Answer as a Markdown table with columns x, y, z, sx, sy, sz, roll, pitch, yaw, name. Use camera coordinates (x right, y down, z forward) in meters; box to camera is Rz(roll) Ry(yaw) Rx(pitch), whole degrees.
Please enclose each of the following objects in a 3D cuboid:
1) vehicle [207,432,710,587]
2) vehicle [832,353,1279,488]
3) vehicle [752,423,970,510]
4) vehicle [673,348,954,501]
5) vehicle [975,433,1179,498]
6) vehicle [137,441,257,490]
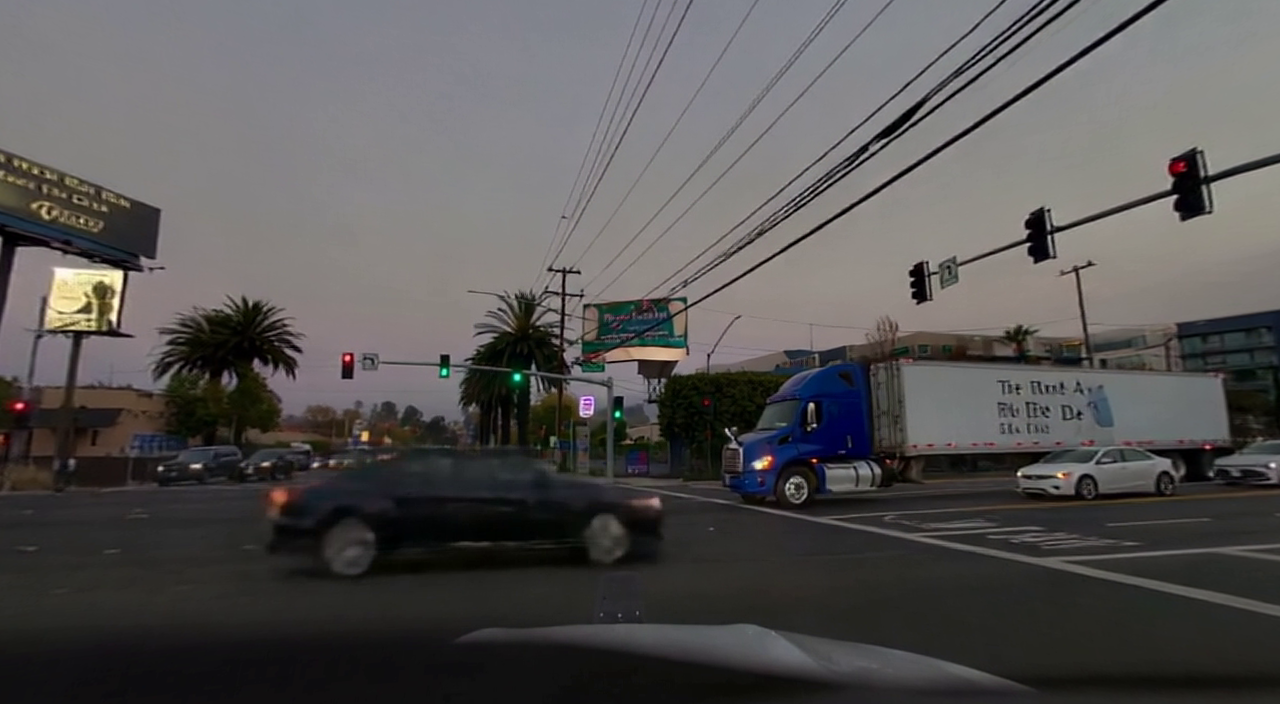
| x | y | z | sx | sy | sz | roll | pitch | yaw | name |
| --- | --- | --- | --- | --- | --- | --- | --- | --- | --- |
| -1.918 | 1.762 | 7.773 | 5.114 | 1.492 | 2.040 | 2 | -9 | -13 | vehicle |
| 15.533 | 2.572 | 23.010 | 17.071 | 4.151 | 2.876 | 2 | -9 | -14 | vehicle |
| 5.952 | 3.104 | 17.345 | 5.079 | 1.893 | 2.200 | -1 | -10 | -14 | vehicle |
| 5.431 | 2.375 | 20.501 | 8.167 | 4.352 | 3.029 | 2 | -9 | -14 | vehicle |
| 12.878 | 3.336 | 18.756 | 4.958 | 1.510 | 1.949 | -1 | -10 | -13 | vehicle |
| -25.193 | 6.434 | 36.418 | 2.989 | 2.573 | 6.053 | 1 | -9 | -7 | vehicle |
